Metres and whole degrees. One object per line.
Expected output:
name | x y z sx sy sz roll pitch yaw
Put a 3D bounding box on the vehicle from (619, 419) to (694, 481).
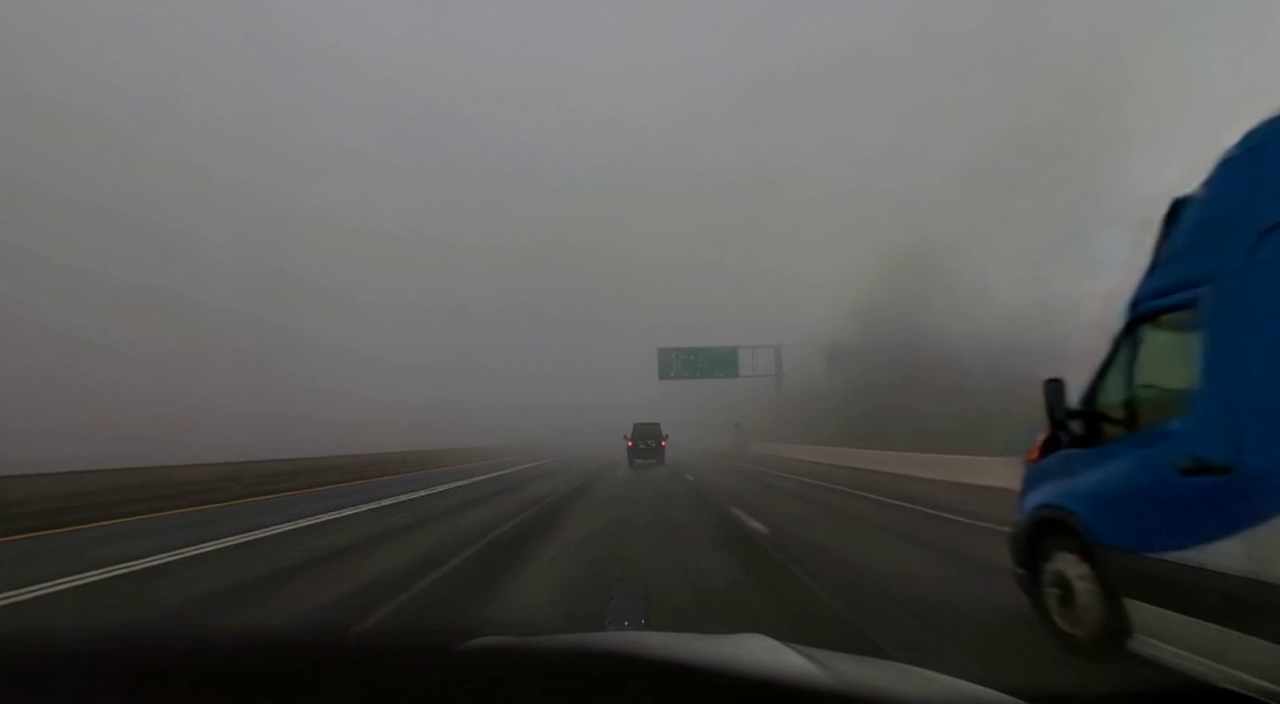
vehicle | 0.606 3.561 23.136 2.469 2.027 4.554 0 -8 2
